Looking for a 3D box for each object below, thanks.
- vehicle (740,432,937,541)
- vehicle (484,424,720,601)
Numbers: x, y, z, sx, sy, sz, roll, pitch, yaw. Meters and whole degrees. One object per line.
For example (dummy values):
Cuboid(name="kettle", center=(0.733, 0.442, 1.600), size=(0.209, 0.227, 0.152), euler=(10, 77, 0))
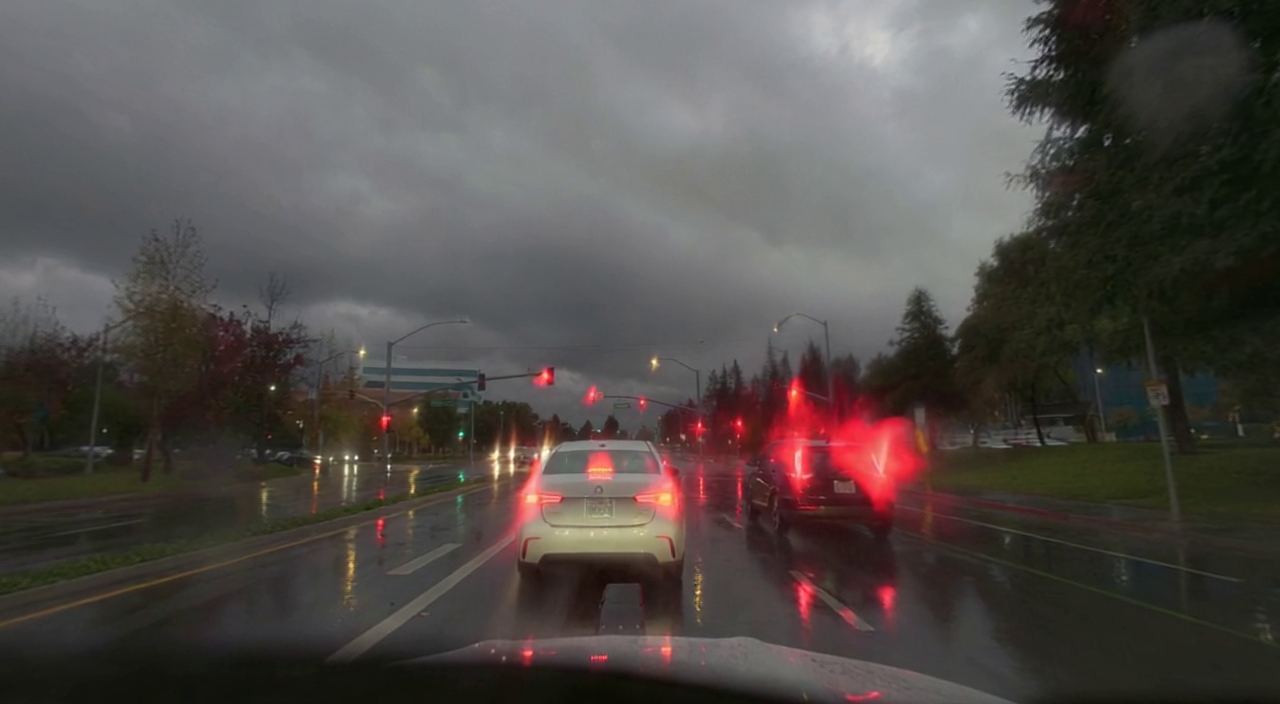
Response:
Cuboid(name="vehicle", center=(3.096, 2.189, 10.955), size=(1.910, 1.474, 4.263), euler=(0, -9, -2))
Cuboid(name="vehicle", center=(-0.347, 1.643, 7.243), size=(2.006, 1.487, 3.535), euler=(0, -9, -1))
